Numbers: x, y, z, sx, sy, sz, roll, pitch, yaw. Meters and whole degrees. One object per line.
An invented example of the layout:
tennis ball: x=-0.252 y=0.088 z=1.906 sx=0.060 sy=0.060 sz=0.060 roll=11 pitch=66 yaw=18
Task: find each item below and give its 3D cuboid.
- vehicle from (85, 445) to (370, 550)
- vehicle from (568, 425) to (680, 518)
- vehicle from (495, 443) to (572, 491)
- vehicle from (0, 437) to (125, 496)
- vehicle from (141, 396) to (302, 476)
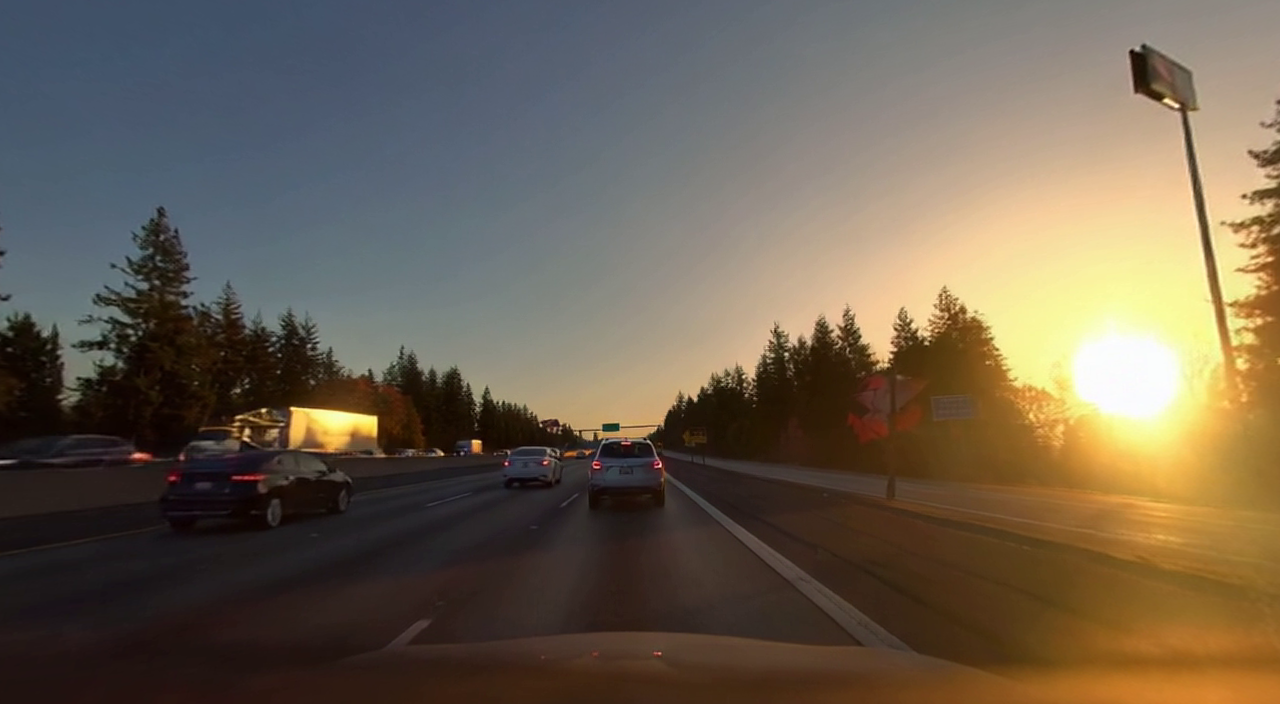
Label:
vehicle: x=-6.911 y=2.437 z=11.398 sx=1.892 sy=1.468 sz=4.792 roll=0 pitch=-9 yaw=0
vehicle: x=-0.319 y=2.640 z=14.467 sx=2.127 sy=1.749 sz=4.776 roll=0 pitch=-9 yaw=0
vehicle: x=-3.627 y=3.994 z=22.320 sx=1.889 sy=1.522 sz=4.465 roll=0 pitch=-9 yaw=1
vehicle: x=-18.833 y=3.462 z=19.353 sx=1.859 sy=1.624 sz=4.863 roll=0 pitch=-9 yaw=0
vehicle: x=-22.905 y=4.771 z=35.332 sx=3.063 sy=3.879 sz=8.695 roll=0 pitch=-9 yaw=-1
